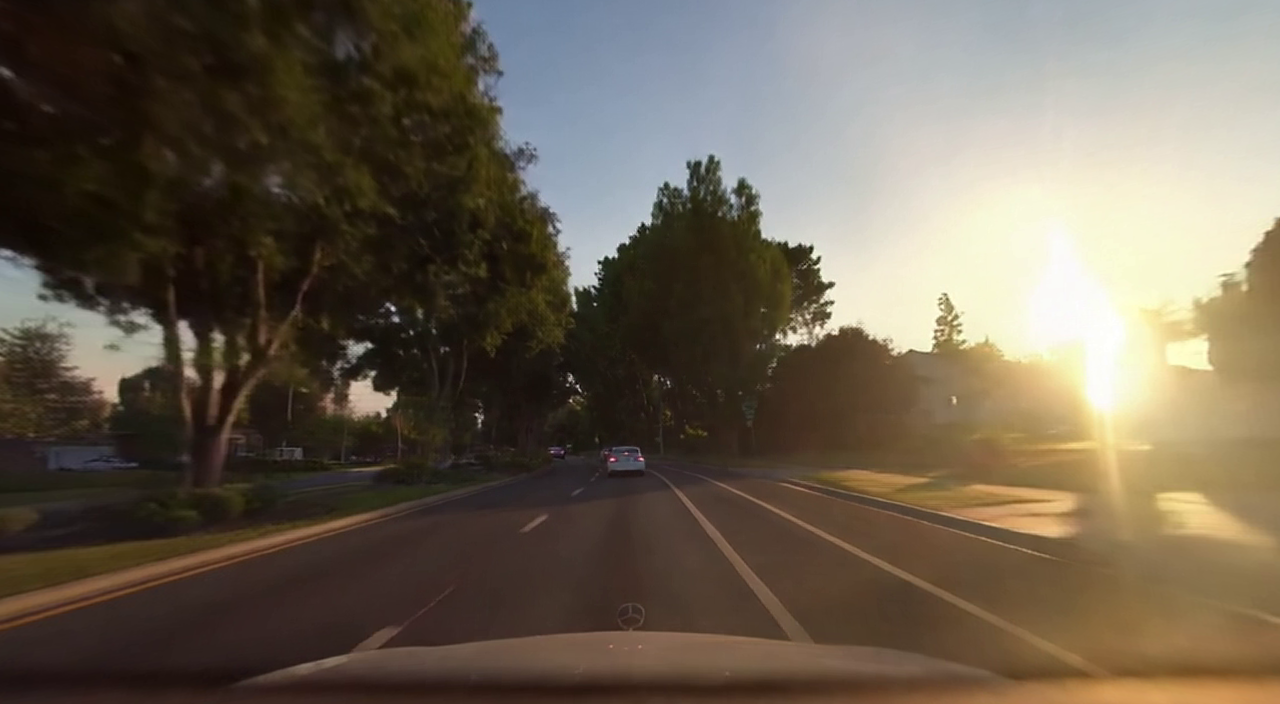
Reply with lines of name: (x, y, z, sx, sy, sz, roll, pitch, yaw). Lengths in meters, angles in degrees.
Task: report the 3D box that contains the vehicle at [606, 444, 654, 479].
vehicle: (-0.519, 4.935, 28.767, 2.009, 1.456, 4.003, 0, -8, -3)
